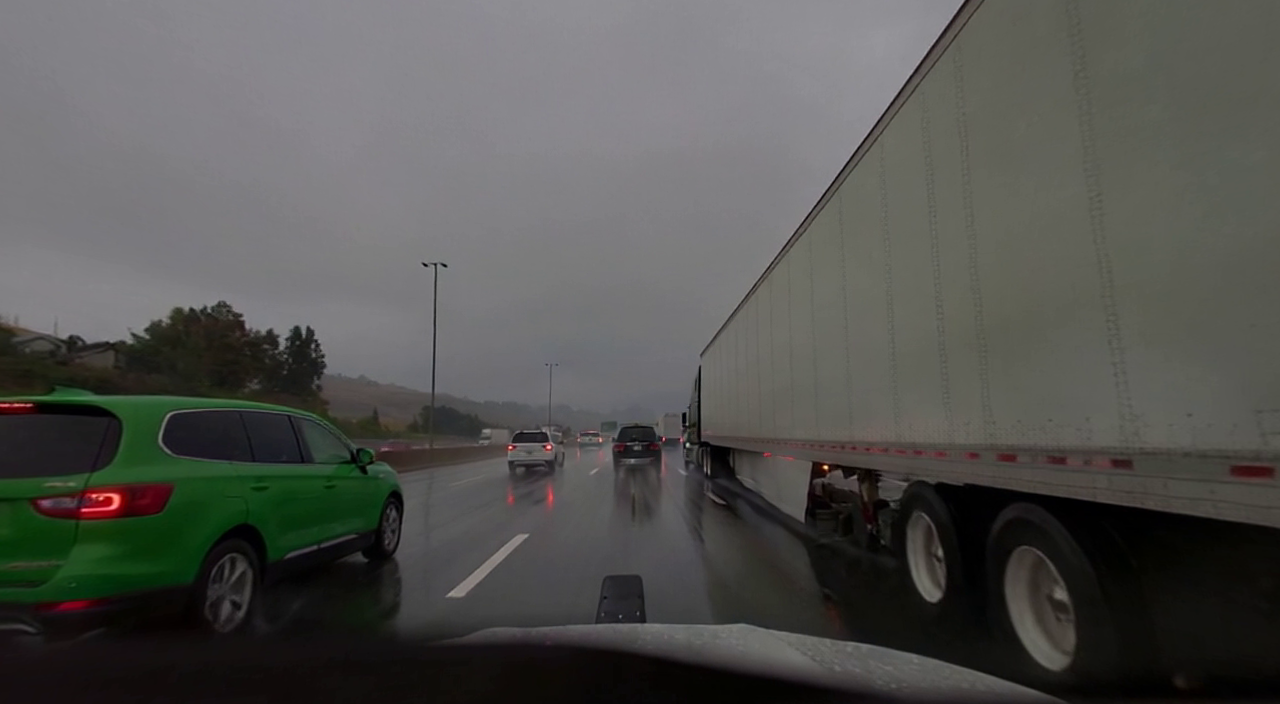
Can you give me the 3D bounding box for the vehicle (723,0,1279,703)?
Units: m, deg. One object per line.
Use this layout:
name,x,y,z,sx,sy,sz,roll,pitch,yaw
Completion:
vehicle,3.603,0.285,7.511,2.852,4.121,16.210,0,-8,-1

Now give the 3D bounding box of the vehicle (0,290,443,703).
vehicle,-3.256,1.031,4.325,2.193,1.803,4.958,0,-8,0

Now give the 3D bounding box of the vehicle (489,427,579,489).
vehicle,-3.335,3.463,20.879,2.120,1.812,4.659,0,-8,1

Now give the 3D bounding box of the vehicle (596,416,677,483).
vehicle,-0.136,3.668,23.958,2.704,2.216,5.804,0,-8,0
